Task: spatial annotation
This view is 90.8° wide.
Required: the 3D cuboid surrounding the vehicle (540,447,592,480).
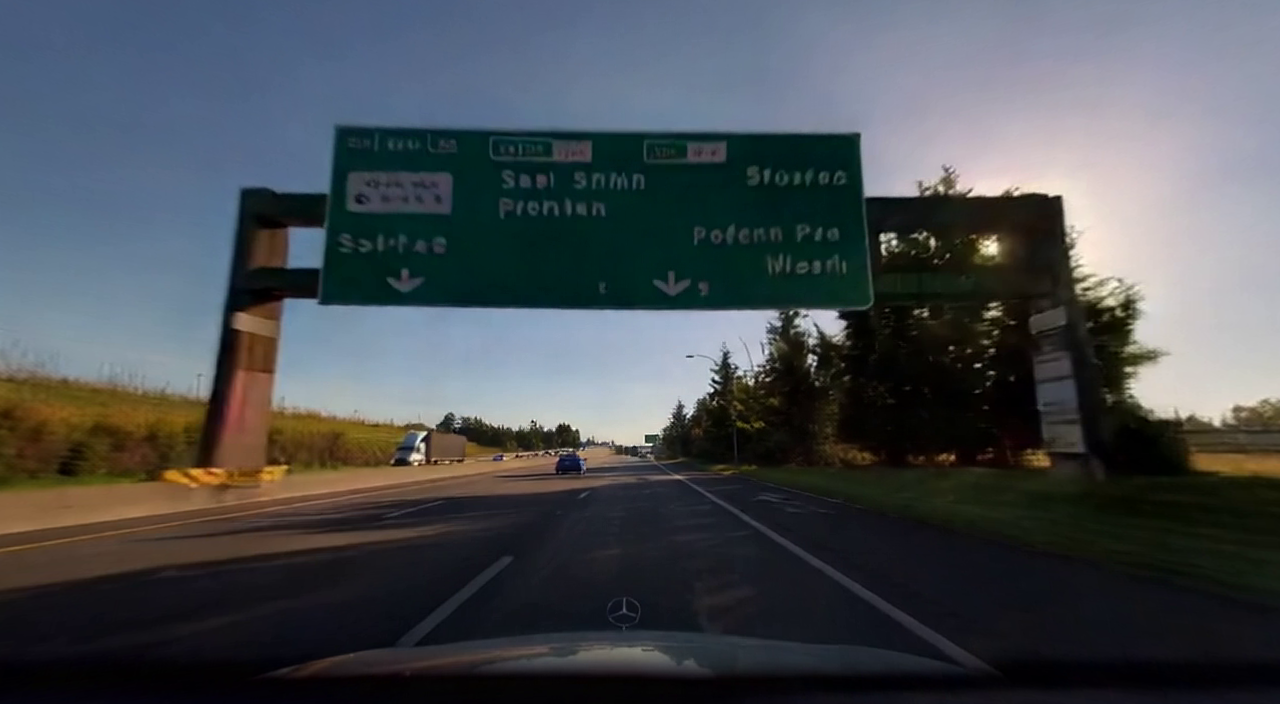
[{"bbox_3d":[-3.627,5.556,31.714,2.121,1.537,3.852,0,-9,0],"label":"vehicle"}]
